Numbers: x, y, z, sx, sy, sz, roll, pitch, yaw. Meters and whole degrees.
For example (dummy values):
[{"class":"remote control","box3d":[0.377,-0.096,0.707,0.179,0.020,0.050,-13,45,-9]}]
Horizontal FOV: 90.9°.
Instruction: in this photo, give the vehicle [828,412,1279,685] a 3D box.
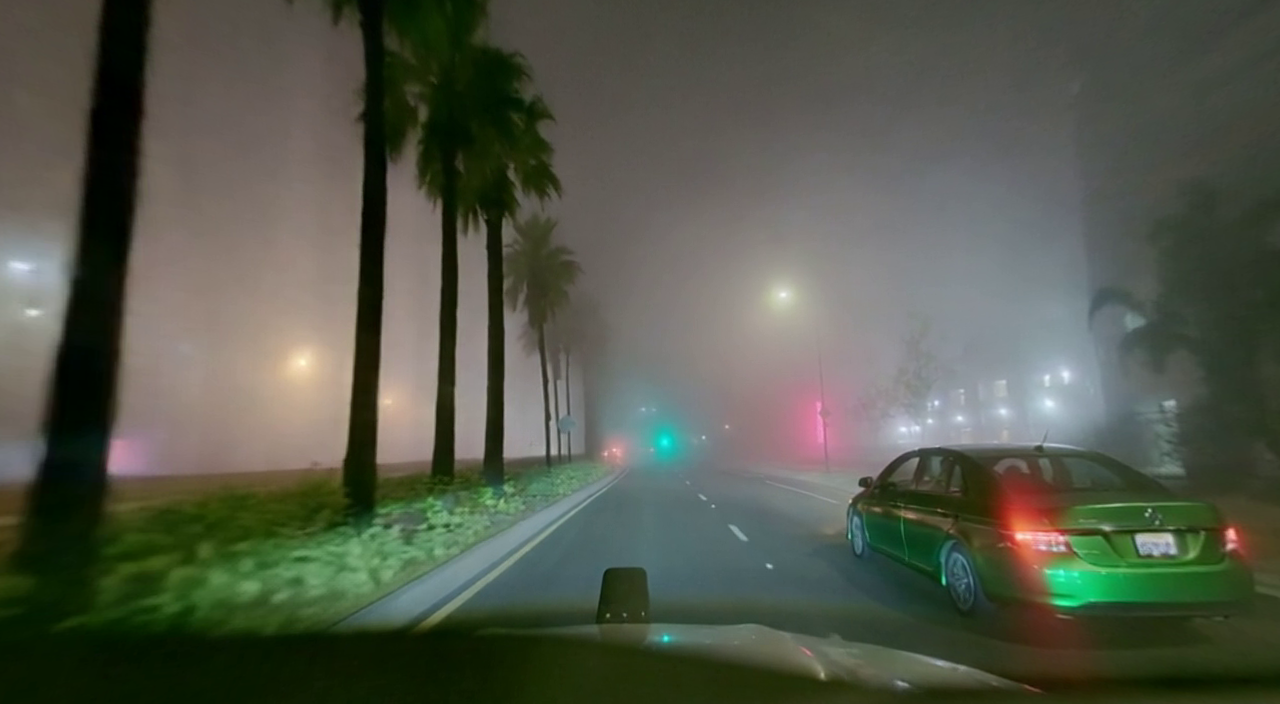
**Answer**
[{"class":"vehicle","box3d":[3.359,1.448,5.841,1.867,1.554,4.301,0,-8,0]}]
